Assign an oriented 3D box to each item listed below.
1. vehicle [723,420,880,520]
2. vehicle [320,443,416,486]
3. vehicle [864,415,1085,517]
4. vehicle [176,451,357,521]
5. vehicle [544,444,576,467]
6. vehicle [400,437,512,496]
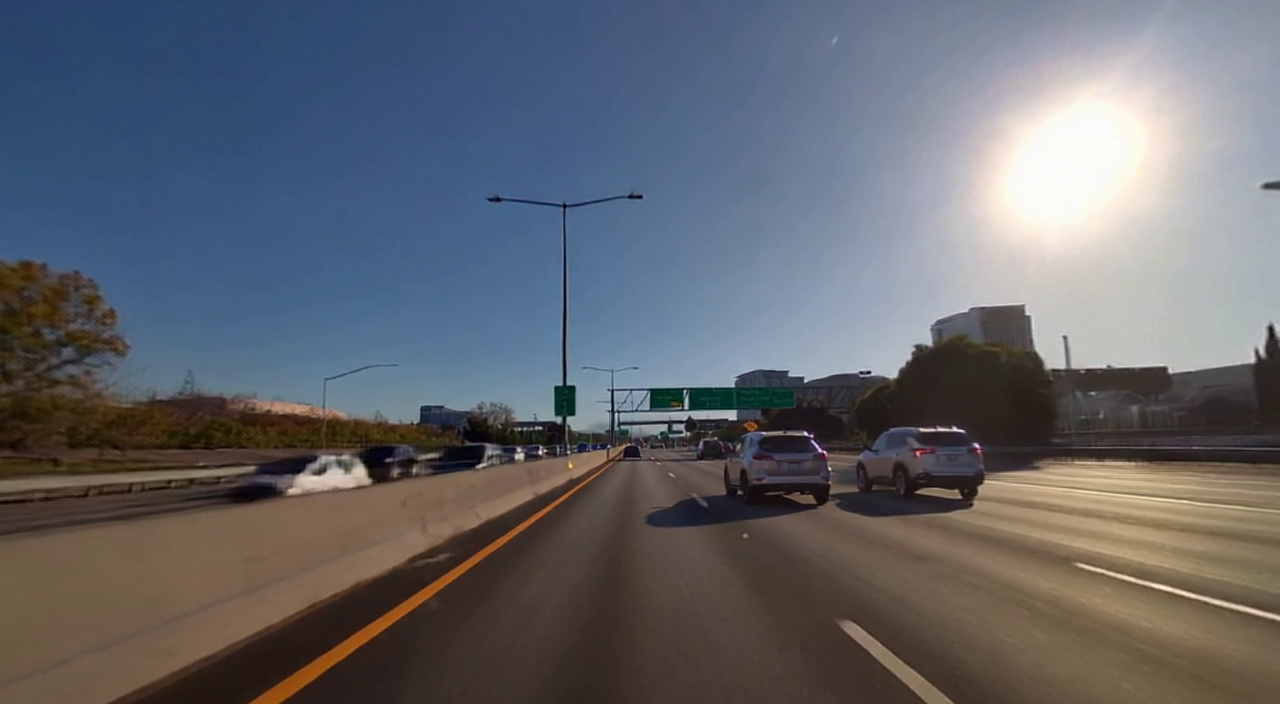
[{"bbox_3d":[3.075,2.358,13.106,2.059,1.711,4.302,0,-8,0],"label":"vehicle"},{"bbox_3d":[-13.304,5.495,31.403,2.211,1.919,5.718,0,-8,1],"label":"vehicle"},{"bbox_3d":[6.871,2.404,13.811,2.040,1.801,4.959,0,-8,-1],"label":"vehicle"},{"bbox_3d":[-9.351,3.338,16.349,2.020,1.494,4.353,0,-8,0],"label":"vehicle"},{"bbox_3d":[-5.877,7.622,46.651,1.827,1.619,3.866,0,-8,0],"label":"vehicle"},{"bbox_3d":[-5.610,3.540,19.964,2.184,1.638,4.522,0,-8,0],"label":"vehicle"}]
